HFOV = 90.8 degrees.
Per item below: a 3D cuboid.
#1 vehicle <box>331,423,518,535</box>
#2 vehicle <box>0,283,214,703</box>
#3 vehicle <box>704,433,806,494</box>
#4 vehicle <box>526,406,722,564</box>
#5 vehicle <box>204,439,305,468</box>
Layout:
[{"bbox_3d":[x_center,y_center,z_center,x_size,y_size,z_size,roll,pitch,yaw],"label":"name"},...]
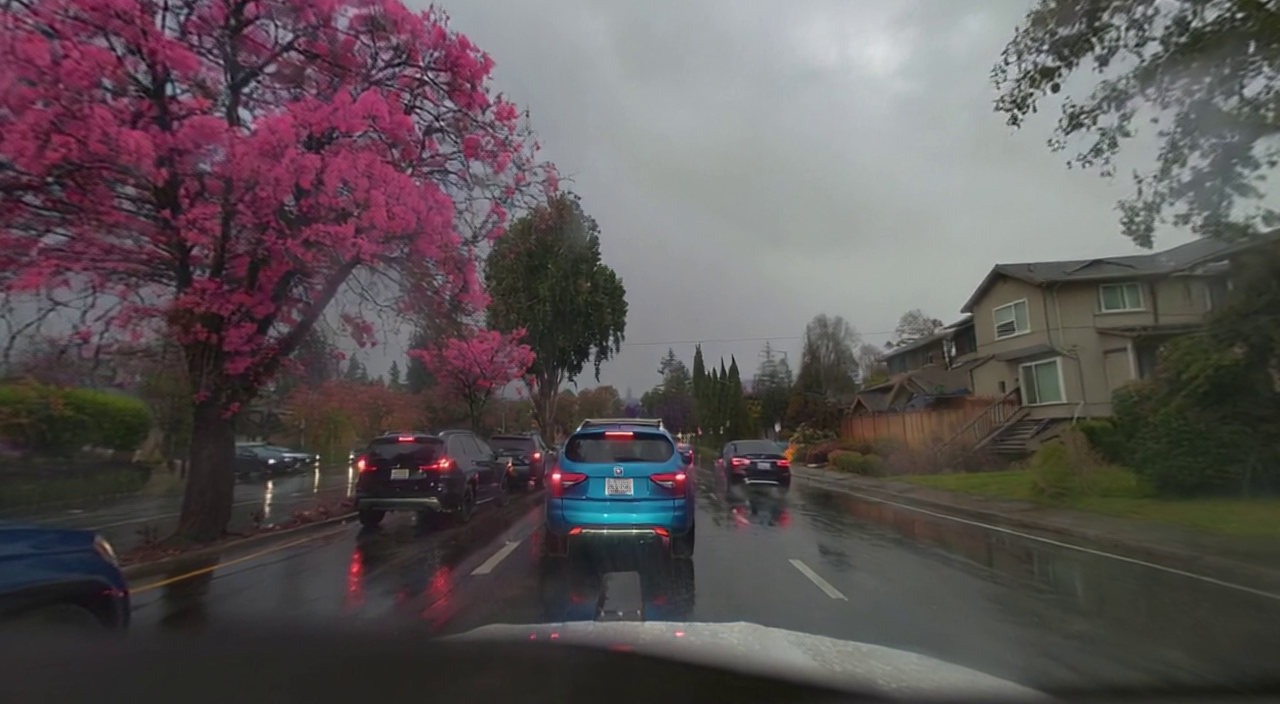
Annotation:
[{"bbox_3d":[-3.671,2.239,11.738,1.948,1.668,4.279,0,-8,0],"label":"vehicle"},{"bbox_3d":[-3.533,0.523,1.021,2.304,1.928,4.833,0,-8,0],"label":"vehicle"},{"bbox_3d":[3.213,3.239,18.759,2.056,1.536,4.678,0,-8,-1],"label":"vehicle"},{"bbox_3d":[-0.195,1.737,8.952,2.112,1.693,4.058,0,-8,-1],"label":"vehicle"},{"bbox_3d":[-28.509,7.509,46.939,5.856,2.096,2.481,3,-9,-18],"label":"vehicle"}]
